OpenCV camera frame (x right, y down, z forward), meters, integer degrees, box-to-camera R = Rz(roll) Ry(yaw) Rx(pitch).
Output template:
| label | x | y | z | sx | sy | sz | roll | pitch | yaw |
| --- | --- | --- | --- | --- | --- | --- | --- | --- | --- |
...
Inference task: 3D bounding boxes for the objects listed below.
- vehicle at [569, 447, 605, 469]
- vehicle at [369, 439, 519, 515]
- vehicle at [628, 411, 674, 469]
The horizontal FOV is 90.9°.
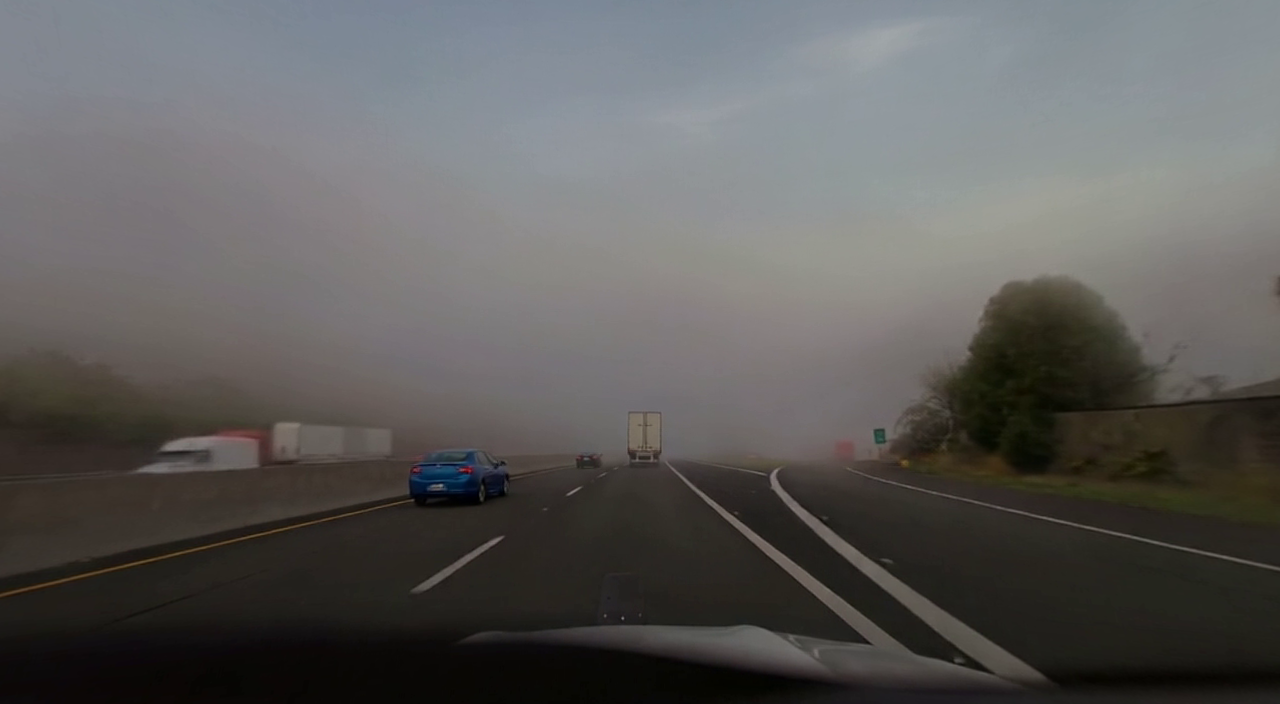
| label | x | y | z | sx | sy | sz | roll | pitch | yaw |
| --- | --- | --- | --- | --- | --- | --- | --- | --- | --- |
| vehicle | -3.566 | 7.220 | 43.179 | 1.981 | 1.435 | 4.199 | 0 | -9 | 2 |
| vehicle | -4.279 | 2.799 | 14.615 | 2.010 | 1.461 | 4.391 | 0 | -9 | 1 |
| vehicle | 0.724 | 6.253 | 44.361 | 2.893 | 3.628 | 9.081 | 0 | -9 | 1 |
